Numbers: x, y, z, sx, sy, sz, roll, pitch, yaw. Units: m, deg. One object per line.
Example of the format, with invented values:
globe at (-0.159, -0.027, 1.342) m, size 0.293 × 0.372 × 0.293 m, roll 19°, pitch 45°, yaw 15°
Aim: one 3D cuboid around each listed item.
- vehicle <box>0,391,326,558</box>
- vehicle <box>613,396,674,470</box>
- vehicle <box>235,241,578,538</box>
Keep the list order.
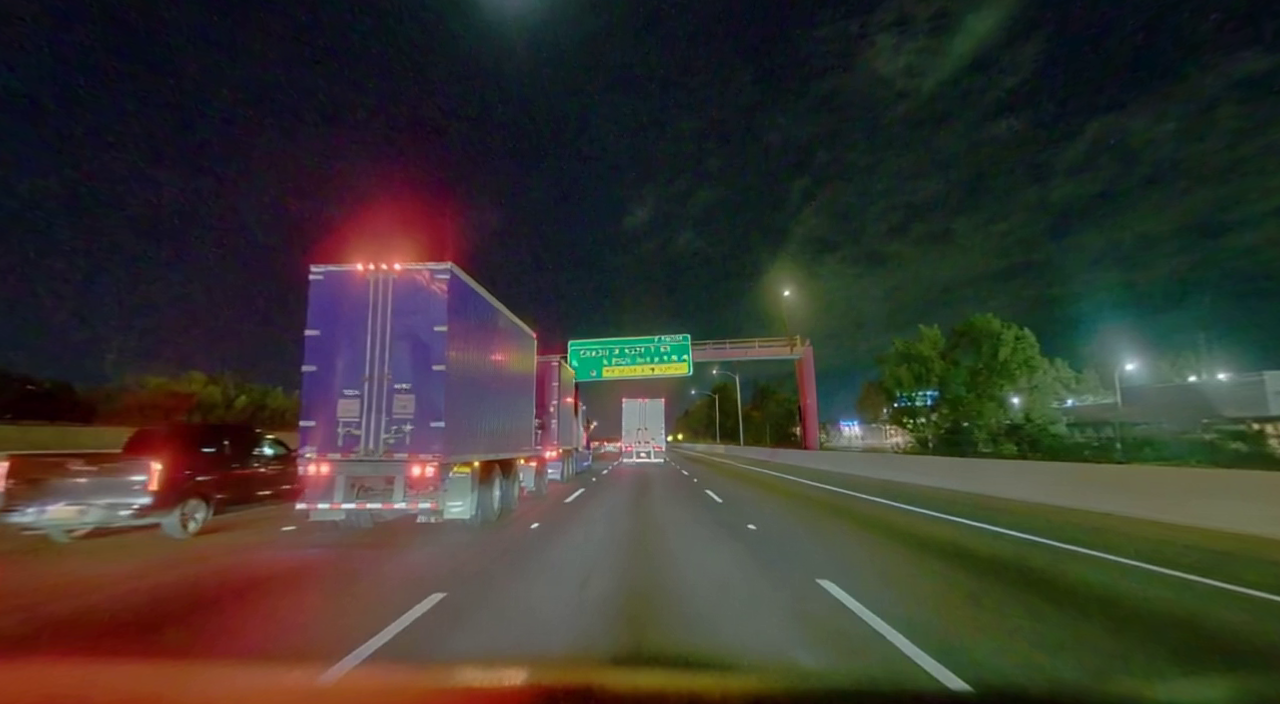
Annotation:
vehicle at (-7.447, 1.797, 9.924) m, size 2.168 × 1.897 × 5.308 m, roll 0°, pitch -9°, yaw 1°
vehicle at (0.119, 4.708, 35.752) m, size 2.941 × 3.604 × 9.851 m, roll 0°, pitch -9°, yaw -1°
vehicle at (-3.887, 1.628, 16.454) m, size 2.875 × 4.083 × 15.756 m, roll 0°, pitch -9°, yaw 0°
